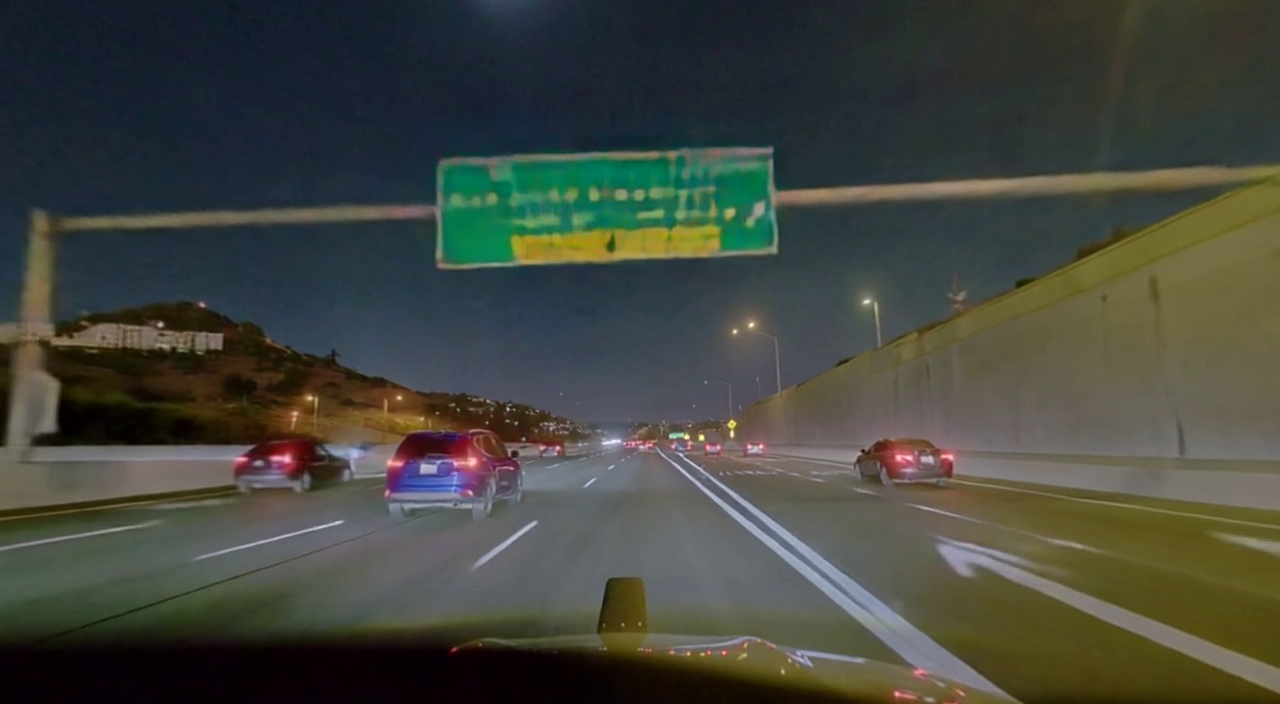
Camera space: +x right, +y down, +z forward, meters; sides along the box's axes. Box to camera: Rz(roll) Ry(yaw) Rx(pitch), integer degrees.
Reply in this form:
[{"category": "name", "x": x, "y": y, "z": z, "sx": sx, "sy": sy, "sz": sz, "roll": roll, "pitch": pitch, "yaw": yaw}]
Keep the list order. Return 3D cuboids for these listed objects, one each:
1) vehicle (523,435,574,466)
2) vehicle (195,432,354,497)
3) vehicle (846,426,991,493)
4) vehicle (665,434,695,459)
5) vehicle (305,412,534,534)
[{"category": "vehicle", "x": -5.346, "y": 5.810, "z": 37.304, "sx": 2.076, "sy": 1.730, "sz": 4.537, "roll": -1, "pitch": -8, "yaw": 3}, {"category": "vehicle", "x": -11.281, "y": 3.480, "z": 19.972, "sx": 2.091, "sy": 1.774, "sz": 4.754, "roll": 0, "pitch": -8, "yaw": 1}, {"category": "vehicle", "x": 7.691, "y": 3.025, "z": 18.051, "sx": 2.122, "sy": 1.646, "sz": 4.491, "roll": 0, "pitch": -8, "yaw": 1}, {"category": "vehicle", "x": 3.169, "y": 7.434, "z": 49.519, "sx": 2.172, "sy": 1.824, "sz": 5.031, "roll": -1, "pitch": -8, "yaw": 5}, {"category": "vehicle", "x": -3.617, "y": 2.122, "z": 11.696, "sx": 2.210, "sy": 1.730, "sz": 5.133, "roll": -1, "pitch": -8, "yaw": 2}]
